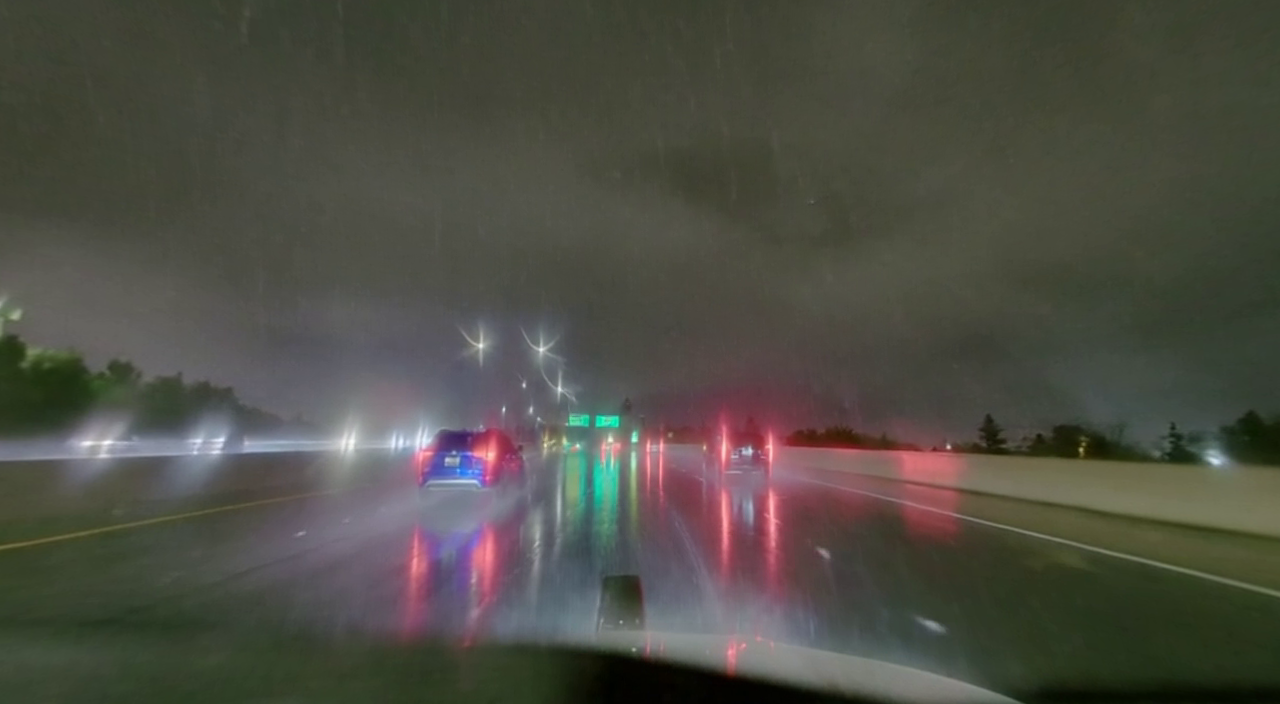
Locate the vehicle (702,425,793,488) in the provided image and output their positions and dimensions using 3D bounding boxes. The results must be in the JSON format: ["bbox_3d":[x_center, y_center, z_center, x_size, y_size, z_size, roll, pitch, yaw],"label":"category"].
[{"bbox_3d":[3.433,3.481,21.186,2.153,1.860,4.689,0,-9,-1],"label":"vehicle"}]

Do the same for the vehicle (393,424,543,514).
[{"bbox_3d":[-3.719,2.631,14.624,2.214,1.743,4.465,0,-9,0],"label":"vehicle"}]
